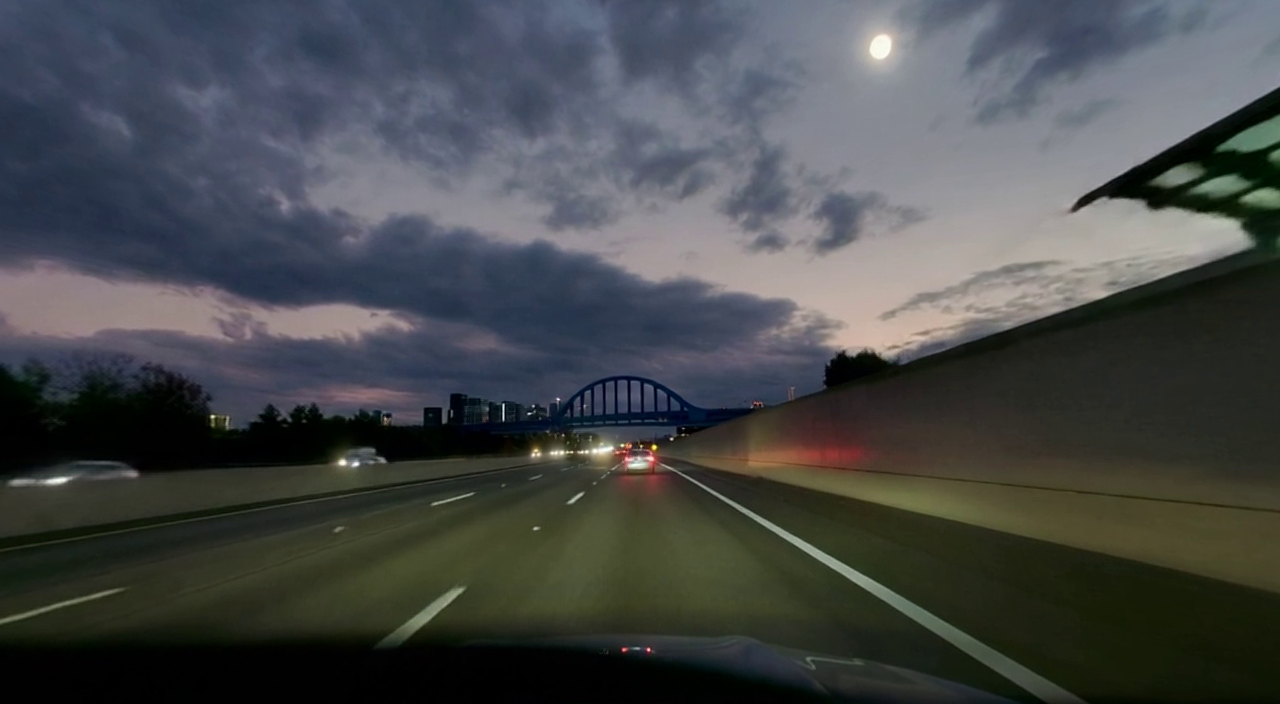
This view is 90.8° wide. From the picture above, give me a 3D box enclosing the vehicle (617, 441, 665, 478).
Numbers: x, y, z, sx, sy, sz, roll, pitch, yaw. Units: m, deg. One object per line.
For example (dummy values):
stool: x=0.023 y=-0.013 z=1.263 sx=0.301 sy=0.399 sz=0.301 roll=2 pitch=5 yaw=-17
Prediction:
vehicle: x=0.003 y=5.518 z=32.572 sx=2.299 sy=1.716 sz=4.579 roll=0 pitch=-9 yaw=-1
